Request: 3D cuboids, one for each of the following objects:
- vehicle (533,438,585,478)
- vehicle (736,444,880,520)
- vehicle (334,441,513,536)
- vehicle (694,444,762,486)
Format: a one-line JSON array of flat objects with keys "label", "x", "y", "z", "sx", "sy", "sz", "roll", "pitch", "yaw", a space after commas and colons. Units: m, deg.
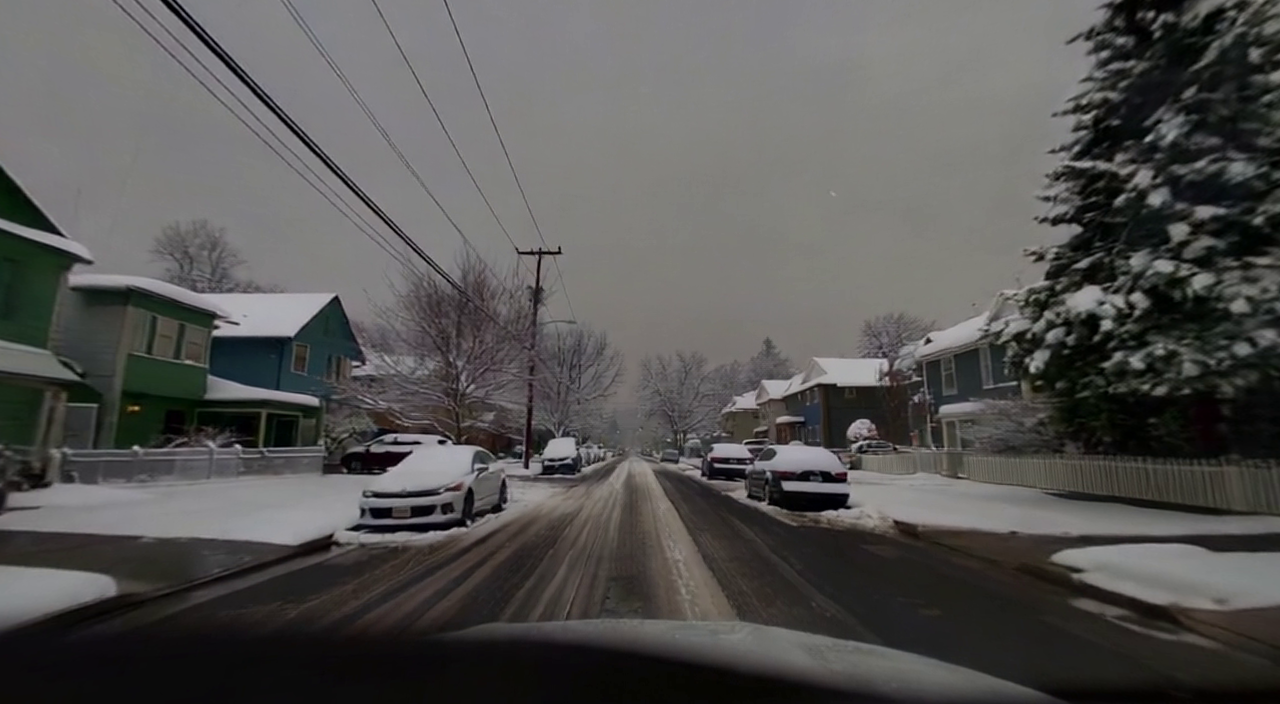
[{"label": "vehicle", "x": -4.109, "y": 5.501, "z": 32.992, "sx": 2.057, "sy": 1.887, "sz": 5.053, "roll": 0, "pitch": -9, "yaw": 0}, {"label": "vehicle", "x": 3.658, "y": 2.904, "z": 14.768, "sx": 1.862, "sy": 1.452, "sz": 4.737, "roll": 0, "pitch": -9, "yaw": -3}, {"label": "vehicle", "x": -3.867, "y": 2.493, "z": 12.250, "sx": 1.971, "sy": 1.460, "sz": 4.523, "roll": 0, "pitch": -9, "yaw": -2}, {"label": "vehicle", "x": 3.458, "y": 4.553, "z": 25.723, "sx": 2.019, "sy": 1.536, "sz": 4.405, "roll": 0, "pitch": -9, "yaw": -2}]
